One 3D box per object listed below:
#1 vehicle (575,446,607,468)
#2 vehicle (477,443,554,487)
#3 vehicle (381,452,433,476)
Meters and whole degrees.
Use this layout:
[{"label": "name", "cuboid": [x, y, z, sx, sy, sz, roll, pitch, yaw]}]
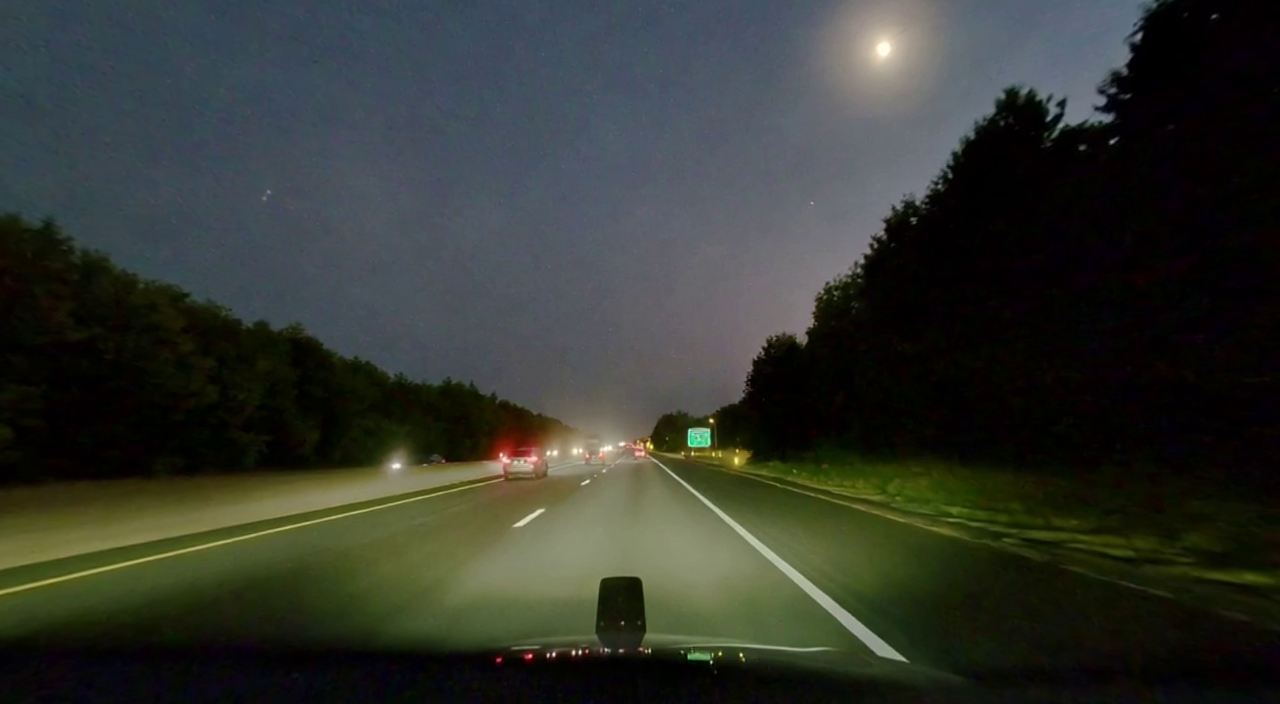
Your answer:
[{"label": "vehicle", "cuboid": [-3.454, 7.532, 45.150, 2.005, 1.474, 3.921, 0, -9, 0]}, {"label": "vehicle", "cuboid": [-4.604, 4.242, 24.012, 1.975, 1.501, 4.603, 0, -9, 0]}, {"label": "vehicle", "cuboid": [-14.184, 6.809, 38.516, 1.763, 1.418, 3.685, 0, -9, 0]}]
